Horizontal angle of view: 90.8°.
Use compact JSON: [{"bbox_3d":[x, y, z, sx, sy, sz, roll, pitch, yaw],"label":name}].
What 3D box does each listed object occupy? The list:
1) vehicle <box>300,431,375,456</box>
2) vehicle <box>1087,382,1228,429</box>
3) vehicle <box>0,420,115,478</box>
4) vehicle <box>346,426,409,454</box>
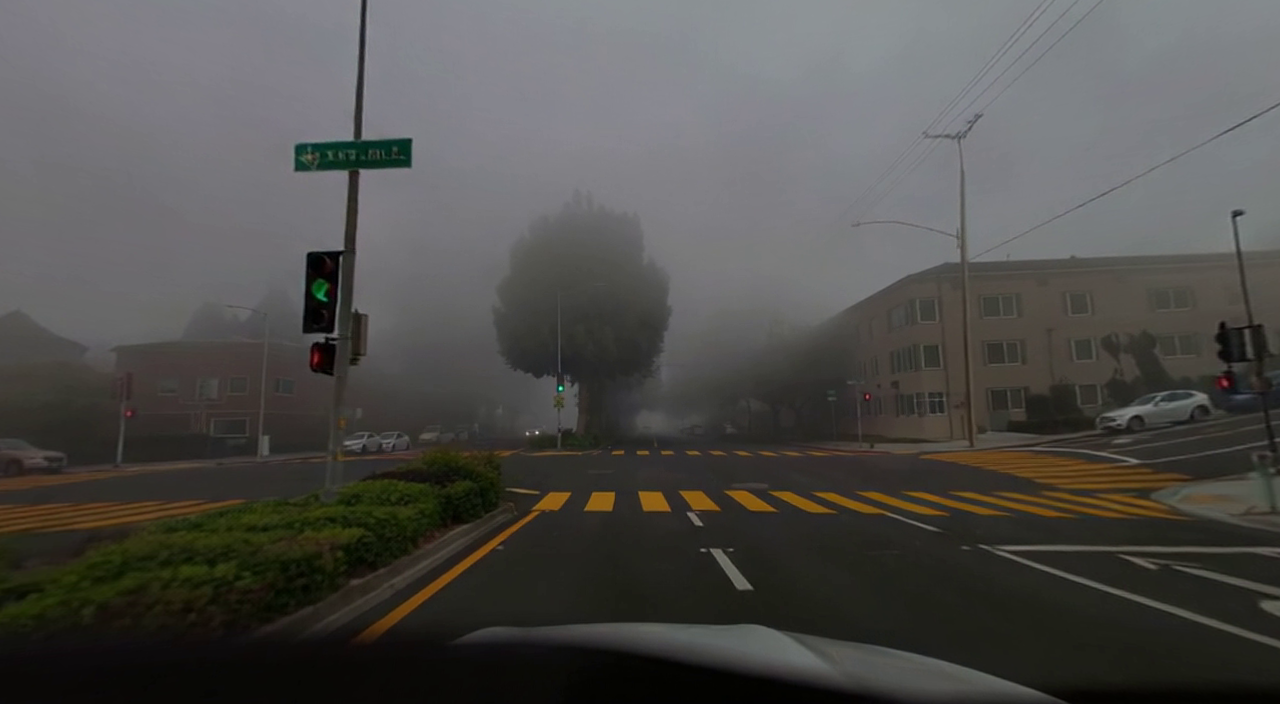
[{"bbox_3d":[-18.209,5.569,38.346,1.939,1.430,5.533,0,-9,-2],"label":"vehicle"},{"bbox_3d":[22.252,2.277,27.259,4.531,1.753,1.964,-2,-2,-5],"label":"vehicle"},{"bbox_3d":[-25.916,4.084,26.704,5.229,2.299,2.366,0,-8,1],"label":"vehicle"},{"bbox_3d":[-18.433,6.258,44.694,2.225,1.871,5.189,0,-9,0],"label":"vehicle"}]
